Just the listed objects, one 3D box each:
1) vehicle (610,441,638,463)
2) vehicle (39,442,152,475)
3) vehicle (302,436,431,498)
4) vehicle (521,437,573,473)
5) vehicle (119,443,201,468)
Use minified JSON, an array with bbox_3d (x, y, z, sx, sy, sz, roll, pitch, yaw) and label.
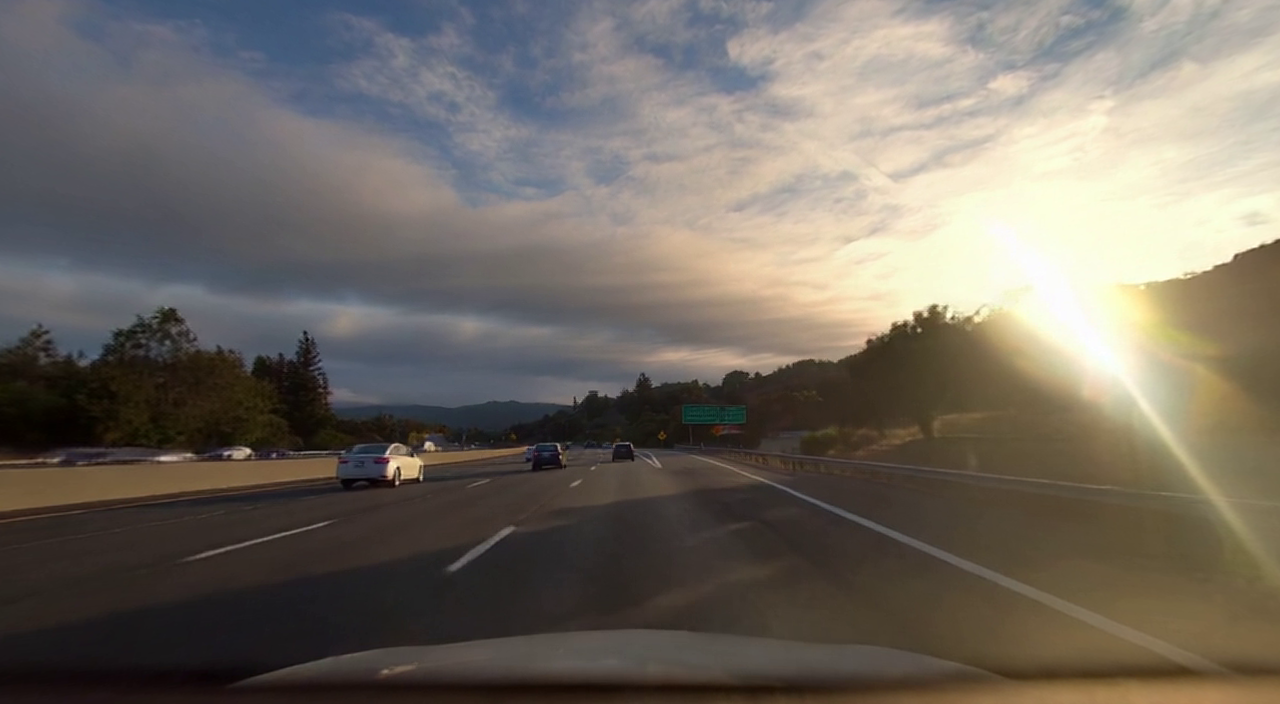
[{"bbox_3d":[-1.110,6.982,44.336,1.881,1.460,3.694,0,-8,-2],"label":"vehicle"},{"bbox_3d":[-28.246,5.502,32.955,1.849,1.575,4.587,0,-8,-1],"label":"vehicle"},{"bbox_3d":[-7.974,3.378,18.882,2.086,1.628,4.039,0,-8,-1],"label":"vehicle"},{"bbox_3d":[-4.481,5.043,31.081,1.991,1.610,4.606,0,-8,-1],"label":"vehicle"},{"bbox_3d":[-32.064,6.906,42.348,1.871,1.567,4.752,0,-8,-2],"label":"vehicle"}]
